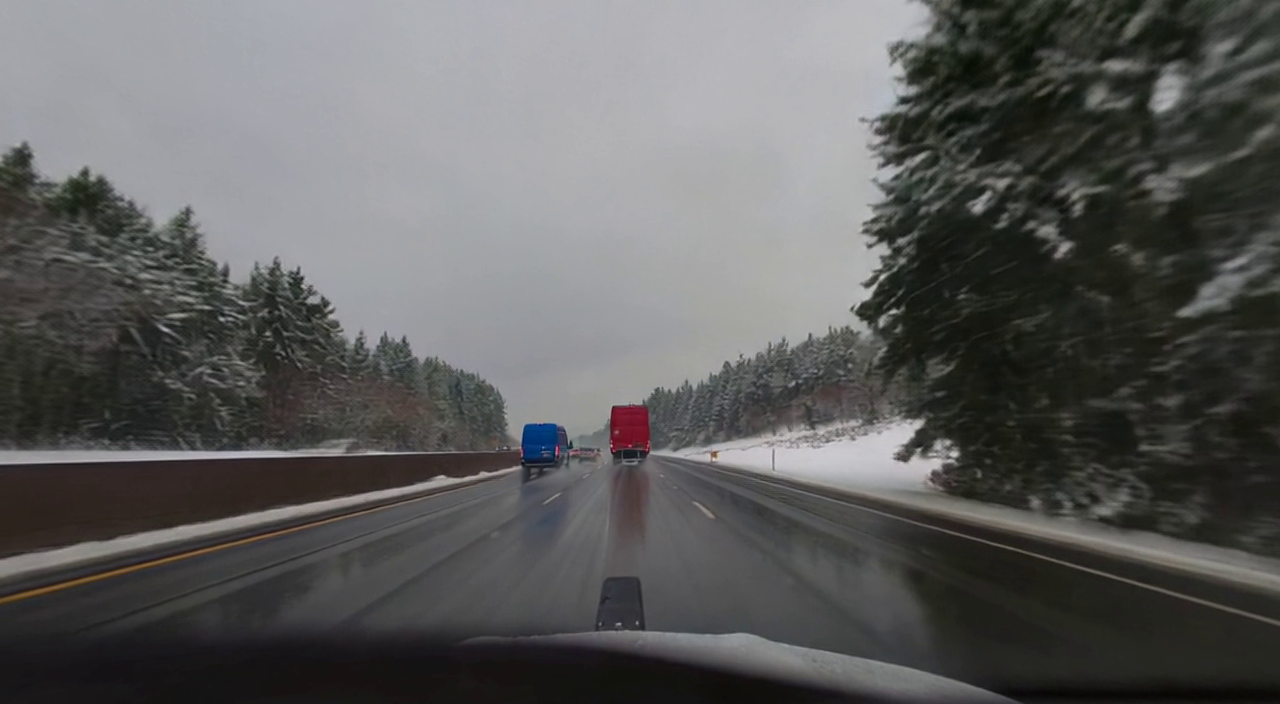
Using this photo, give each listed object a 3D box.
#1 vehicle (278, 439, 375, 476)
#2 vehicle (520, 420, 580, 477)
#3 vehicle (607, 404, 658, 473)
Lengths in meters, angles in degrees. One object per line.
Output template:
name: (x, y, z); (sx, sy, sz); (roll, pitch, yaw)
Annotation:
vehicle: (-13.491, 4.565, 27.495); (1.847, 1.454, 4.594); (0, -9, 0)
vehicle: (-4.698, 5.199, 34.000); (2.357, 2.786, 6.144); (0, -9, -1)
vehicle: (-0.582, 5.886, 42.448); (2.995, 4.036, 10.311); (0, -9, -1)
